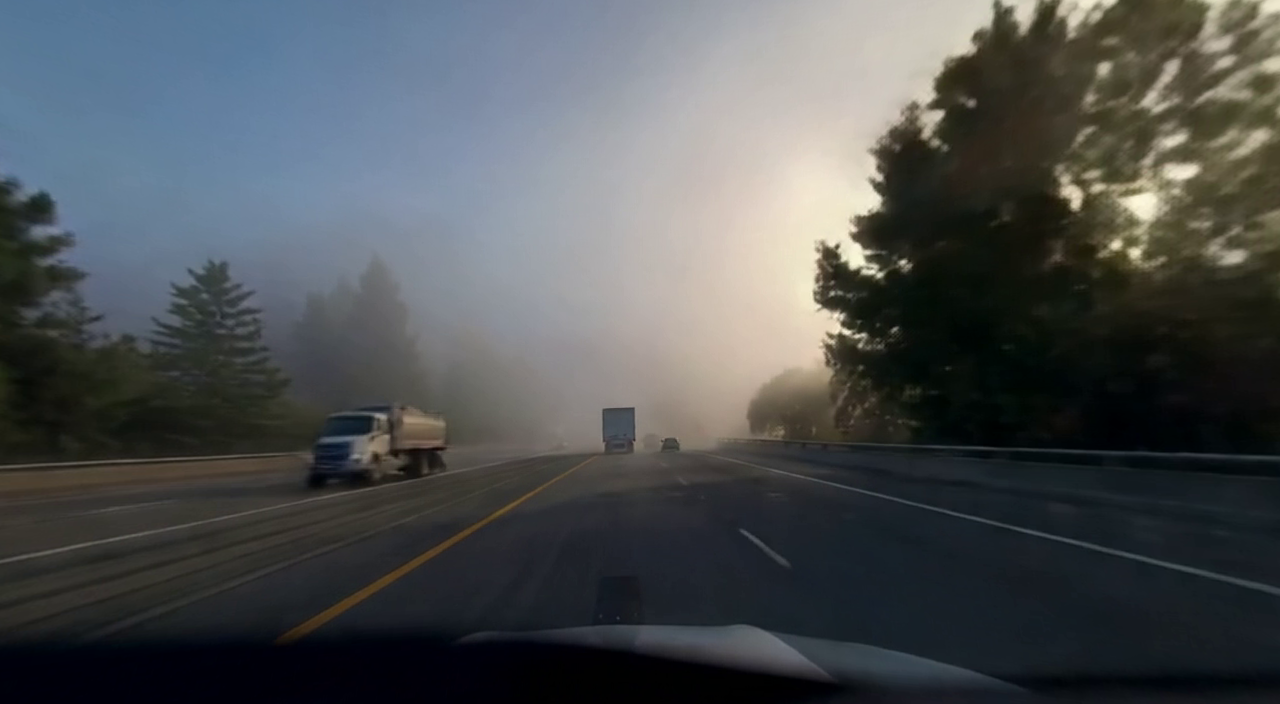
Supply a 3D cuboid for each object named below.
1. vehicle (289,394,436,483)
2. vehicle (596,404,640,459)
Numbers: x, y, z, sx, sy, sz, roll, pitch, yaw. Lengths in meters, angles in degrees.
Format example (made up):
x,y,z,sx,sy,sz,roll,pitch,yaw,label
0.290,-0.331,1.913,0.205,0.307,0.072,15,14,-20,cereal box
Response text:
x,y,z,sx,sy,sz,roll,pitch,yaw,label
-9.819,3.152,23.106,2.568,2.809,6.308,0,-8,-1,vehicle
-1.391,4.980,39.203,2.450,3.098,6.965,0,-8,-2,vehicle
